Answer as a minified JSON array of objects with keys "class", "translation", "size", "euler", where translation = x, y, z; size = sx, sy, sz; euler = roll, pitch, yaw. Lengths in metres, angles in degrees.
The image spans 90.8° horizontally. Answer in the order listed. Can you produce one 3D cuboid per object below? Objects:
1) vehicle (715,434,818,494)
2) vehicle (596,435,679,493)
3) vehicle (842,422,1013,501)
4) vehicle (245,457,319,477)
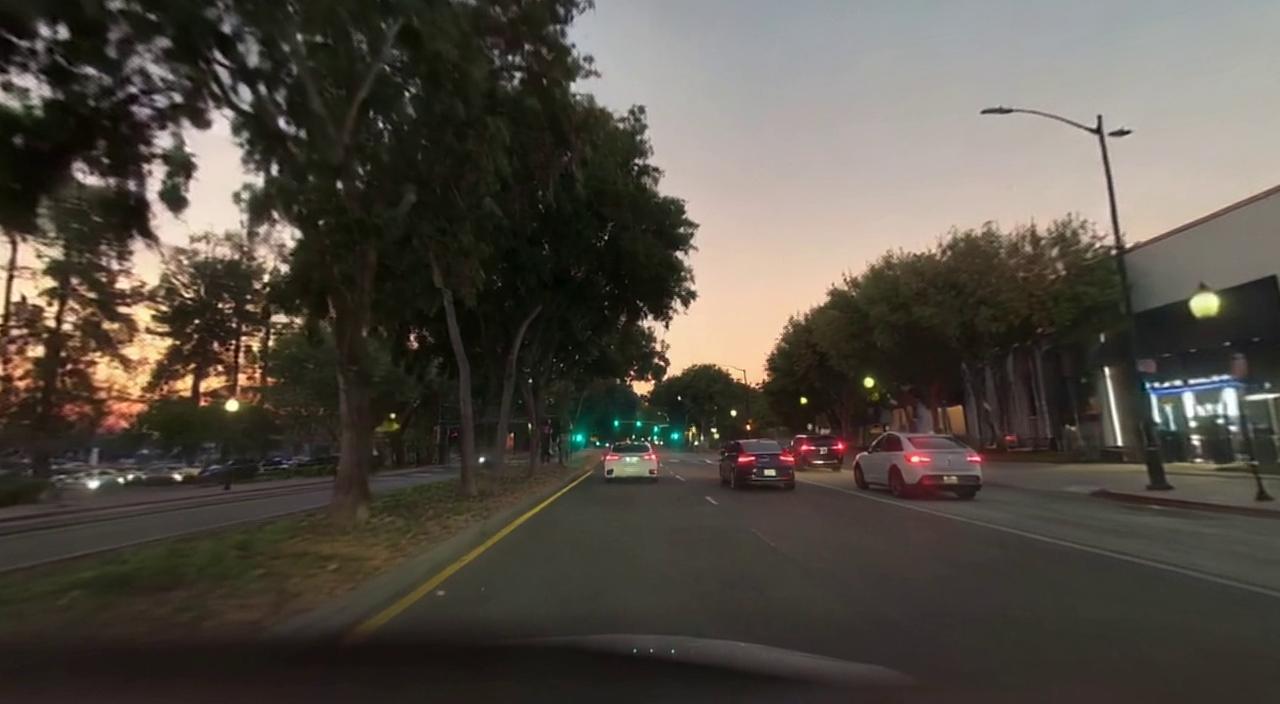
[{"class":"vehicle","translation":[3.446,3.149,18.133],"size":[1.993,1.477,4.240],"euler":[0,-9,-1]},{"class":"vehicle","translation":[-0.120,3.170,18.195],"size":[2.101,1.444,4.248],"euler":[0,-9,-2]},{"class":"vehicle","translation":[7.139,2.781,16.403],"size":[2.052,1.708,4.842],"euler":[0,-9,-1]},{"class":"vehicle","translation":[-28.208,9.070,49.875],"size":[4.693,1.499,1.838],"euler":[-1,-9,1]}]
